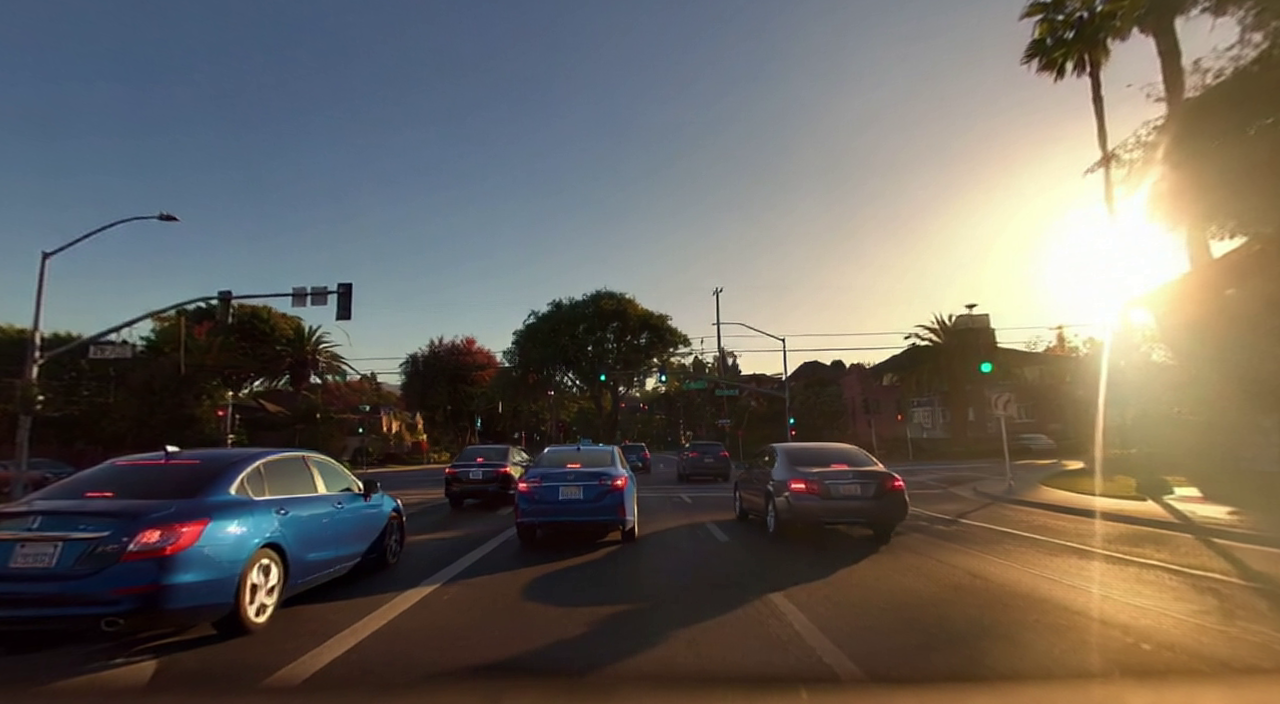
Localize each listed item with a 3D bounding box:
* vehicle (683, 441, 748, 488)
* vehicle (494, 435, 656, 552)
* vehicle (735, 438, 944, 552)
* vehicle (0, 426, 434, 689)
[{"bbox_3d":[2.791,4.263,24.296,1.956,1.615,4.205,0,-9,-1],"label":"vehicle"},{"bbox_3d":[-0.878,2.131,10.203,2.104,1.500,3.815,0,-8,-1],"label":"vehicle"},{"bbox_3d":[2.941,2.203,10.476,2.014,1.464,4.312,0,-9,-1],"label":"vehicle"},{"bbox_3d":[-3.694,1.505,5.885,2.058,1.474,4.473,0,-9,0],"label":"vehicle"}]
